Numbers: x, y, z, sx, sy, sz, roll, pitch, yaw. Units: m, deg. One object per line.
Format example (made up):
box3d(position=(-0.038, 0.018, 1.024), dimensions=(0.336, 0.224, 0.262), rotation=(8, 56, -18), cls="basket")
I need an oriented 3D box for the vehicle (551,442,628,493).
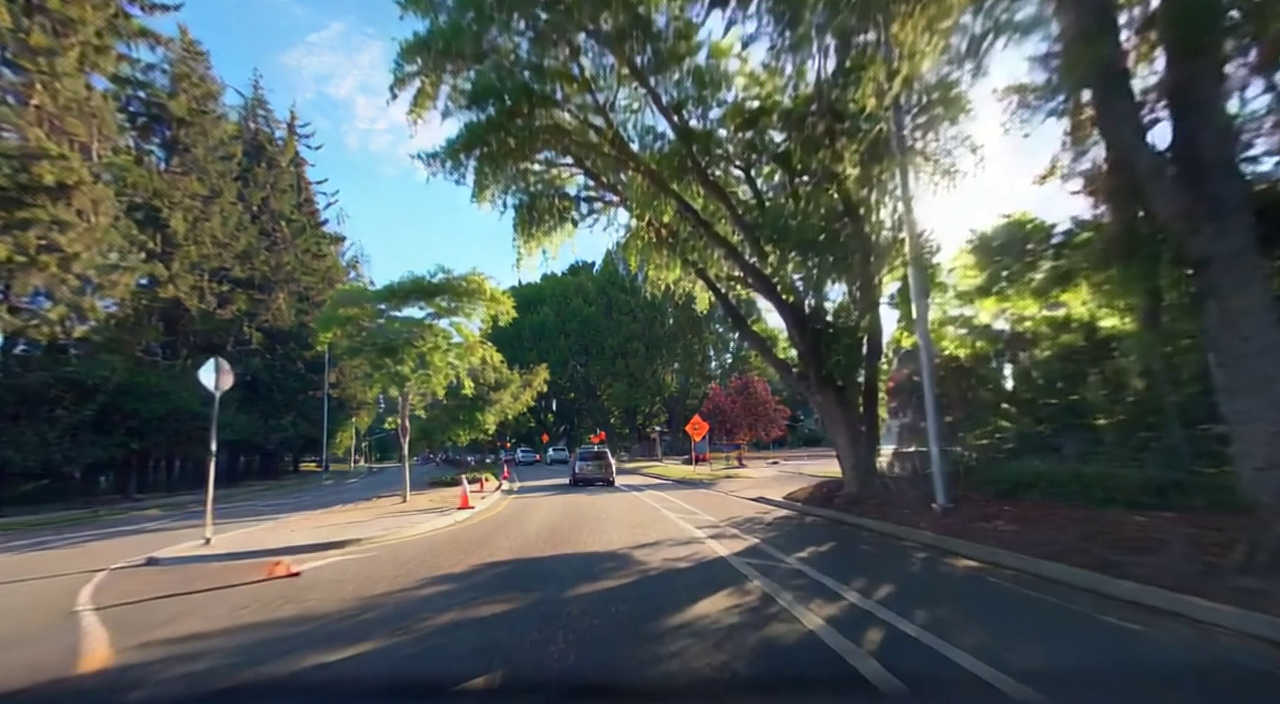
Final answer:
box3d(position=(-1.837, 3.882, 21.655), dimensions=(2.266, 1.508, 4.430), rotation=(1, -9, -9), cls="vehicle")
